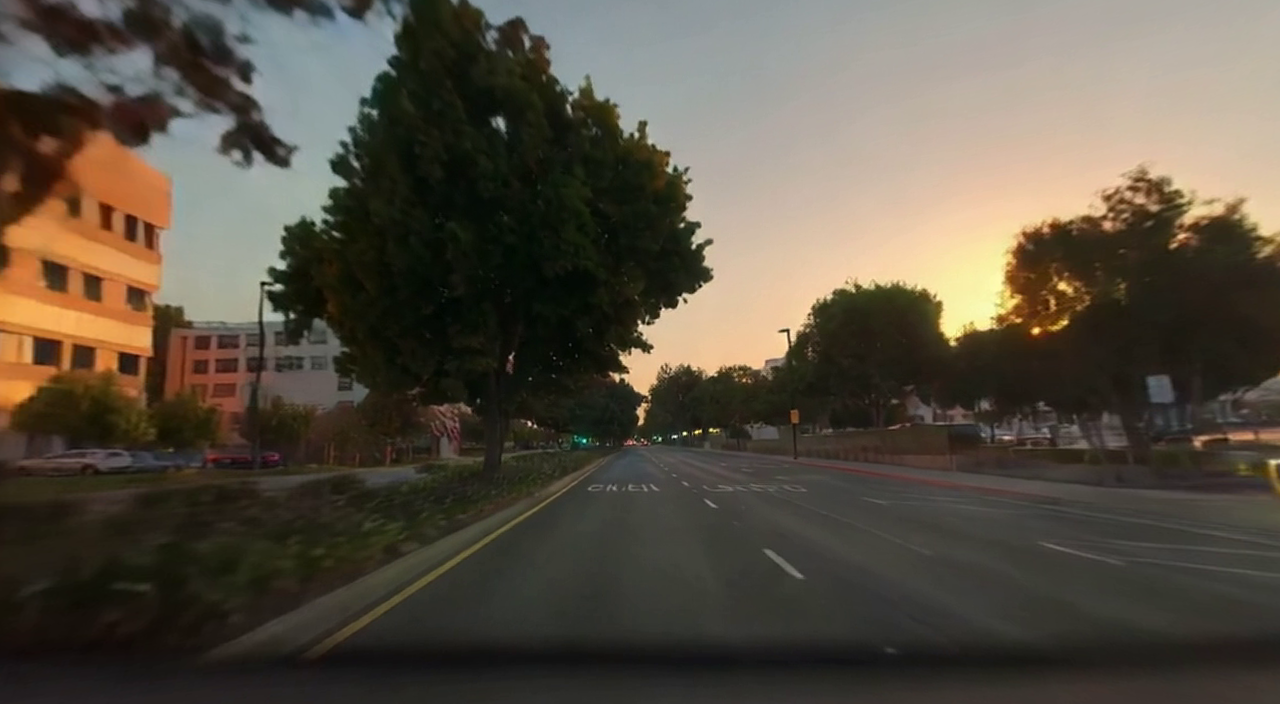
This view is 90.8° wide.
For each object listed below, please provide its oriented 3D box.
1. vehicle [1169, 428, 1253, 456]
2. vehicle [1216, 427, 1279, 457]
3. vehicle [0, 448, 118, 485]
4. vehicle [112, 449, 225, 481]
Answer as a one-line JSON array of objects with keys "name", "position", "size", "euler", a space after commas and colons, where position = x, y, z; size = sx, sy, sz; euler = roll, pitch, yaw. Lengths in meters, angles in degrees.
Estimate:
[{"name": "vehicle", "position": [34.386, 5.431, 38.071], "size": [3.470, 1.424, 1.592], "euler": [-3, -9, -4]}, {"name": "vehicle", "position": [34.735, 5.007, 35.255], "size": [3.484, 1.433, 1.608], "euler": [-3, -9, -3]}, {"name": "vehicle", "position": [-32.246, 6.262, 34.824], "size": [2.122, 1.886, 4.993], "euler": [-8, -12, 43]}, {"name": "vehicle", "position": [-26.551, 6.356, 35.692], "size": [4.673, 1.717, 2.044], "euler": [0, -8, 1]}]
